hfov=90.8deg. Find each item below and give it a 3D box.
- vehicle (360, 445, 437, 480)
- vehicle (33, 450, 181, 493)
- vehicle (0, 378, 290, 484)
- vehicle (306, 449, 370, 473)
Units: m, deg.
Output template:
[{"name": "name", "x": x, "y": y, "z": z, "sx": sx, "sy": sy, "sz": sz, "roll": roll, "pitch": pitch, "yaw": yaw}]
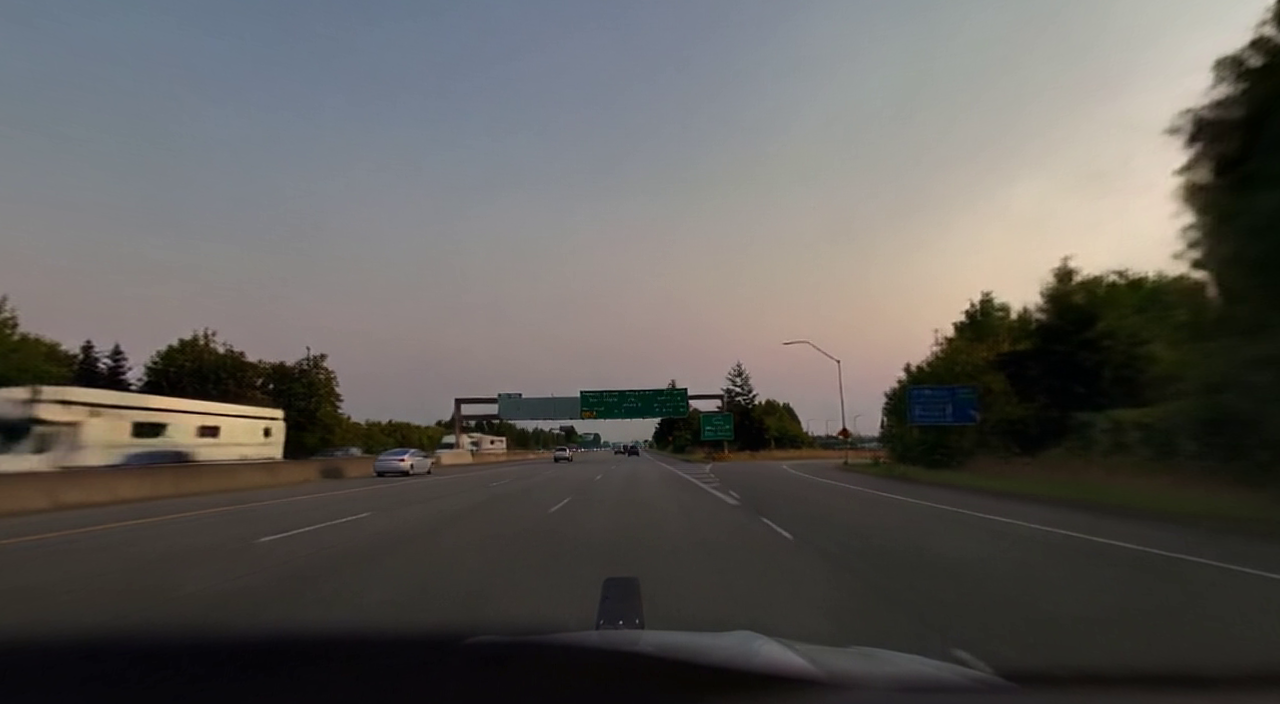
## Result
[{"name": "vehicle", "x": -11.467, "y": 5.246, "z": 30.285, "sx": 1.981, "sy": 1.503, "sz": 4.207, "roll": 0, "pitch": -8, "yaw": 1}, {"name": "vehicle", "x": -19.472, "y": 4.355, "z": 23.338, "sx": 1.824, "sy": 1.416, "sz": 4.207, "roll": 0, "pitch": -9, "yaw": 0}, {"name": "vehicle", "x": -23.770, "y": 4.104, "z": 30.914, "sx": 3.500, "sy": 3.728, "sz": 17.219, "roll": -1, "pitch": -9, "yaw": 0}, {"name": "vehicle", "x": -19.378, "y": 6.976, "z": 40.699, "sx": 2.293, "sy": 1.429, "sz": 3.739, "roll": 0, "pitch": -8, "yaw": 0}]
